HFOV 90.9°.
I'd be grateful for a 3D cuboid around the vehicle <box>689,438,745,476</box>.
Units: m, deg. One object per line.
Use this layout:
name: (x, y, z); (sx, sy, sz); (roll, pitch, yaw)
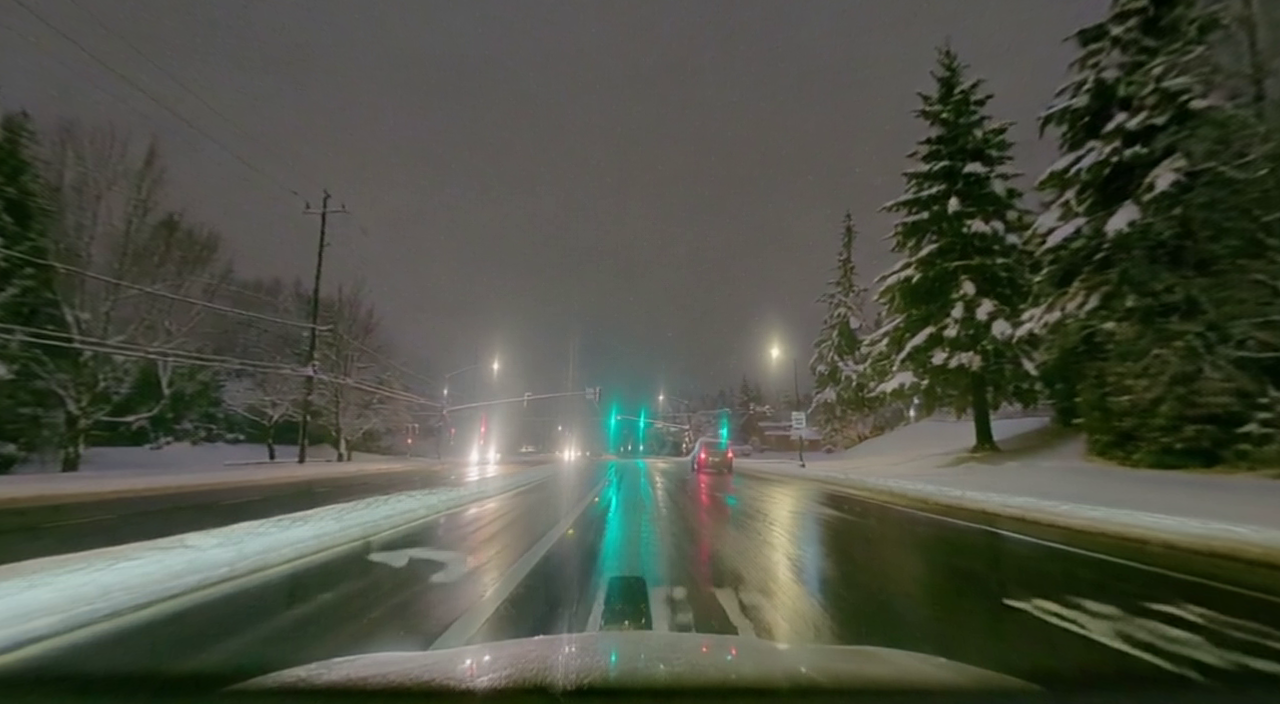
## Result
vehicle: (3.857, 5.371, 32.437); (2.240, 1.781, 4.433); (0, -9, -1)
